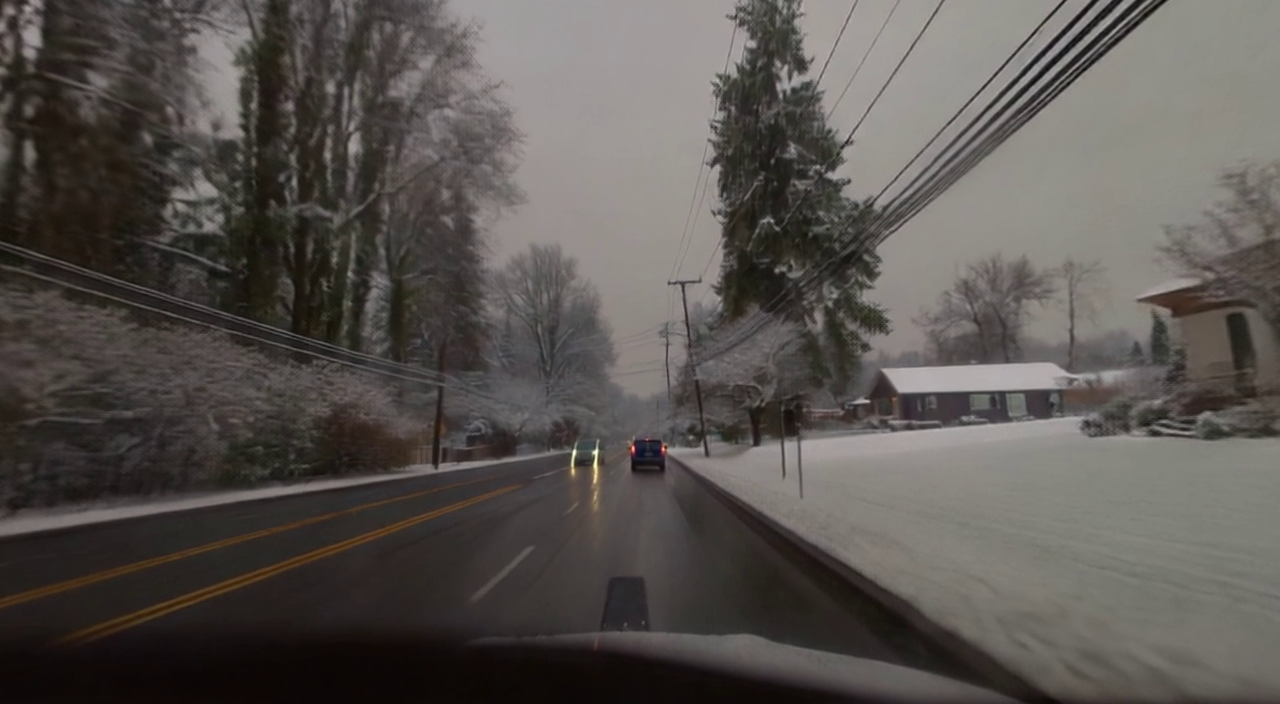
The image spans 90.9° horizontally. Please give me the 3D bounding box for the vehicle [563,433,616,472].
[{"bbox_3d":[-2.407,4.973,31.284,2.157,1.765,4.303,0,-9,2],"label":"vehicle"}]

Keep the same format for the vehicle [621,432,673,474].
[{"bbox_3d":[0.280,4.478,28.001,2.120,1.718,3.909,0,-9,0],"label":"vehicle"}]
